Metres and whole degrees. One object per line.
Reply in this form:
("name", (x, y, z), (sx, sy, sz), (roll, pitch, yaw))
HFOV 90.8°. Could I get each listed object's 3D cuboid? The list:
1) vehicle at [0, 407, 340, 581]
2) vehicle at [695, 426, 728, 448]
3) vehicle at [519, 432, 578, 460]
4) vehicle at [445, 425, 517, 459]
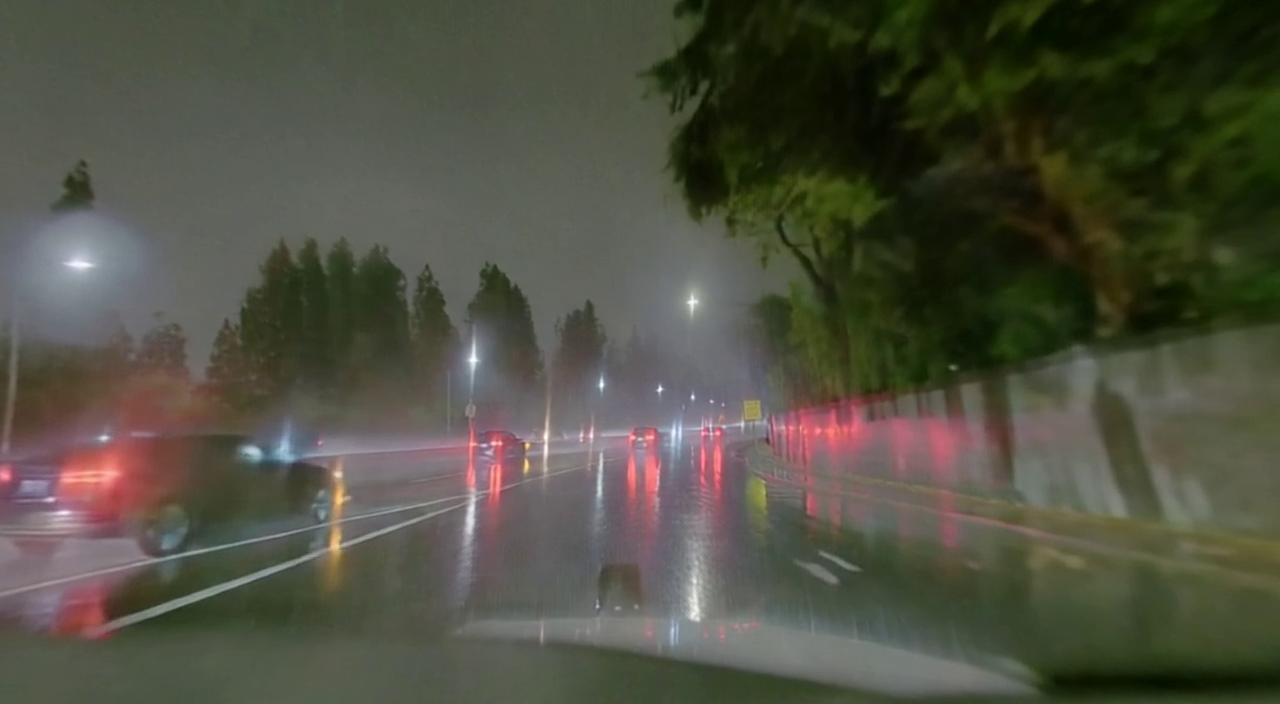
("vehicle", (-6.468, 1.704, 8.498), (2.082, 1.638, 4.644), (-2, -8, 8))
("vehicle", (5.629, 6.716, 49.555), (2.012, 1.622, 4.166), (-2, -9, 13))
("vehicle", (-5.032, 5.233, 35.351), (1.860, 1.442, 4.332), (-2, -8, 12))
("vehicle", (-8.934, 5.128, 35.904), (2.089, 1.736, 4.662), (-2, -8, 12))
